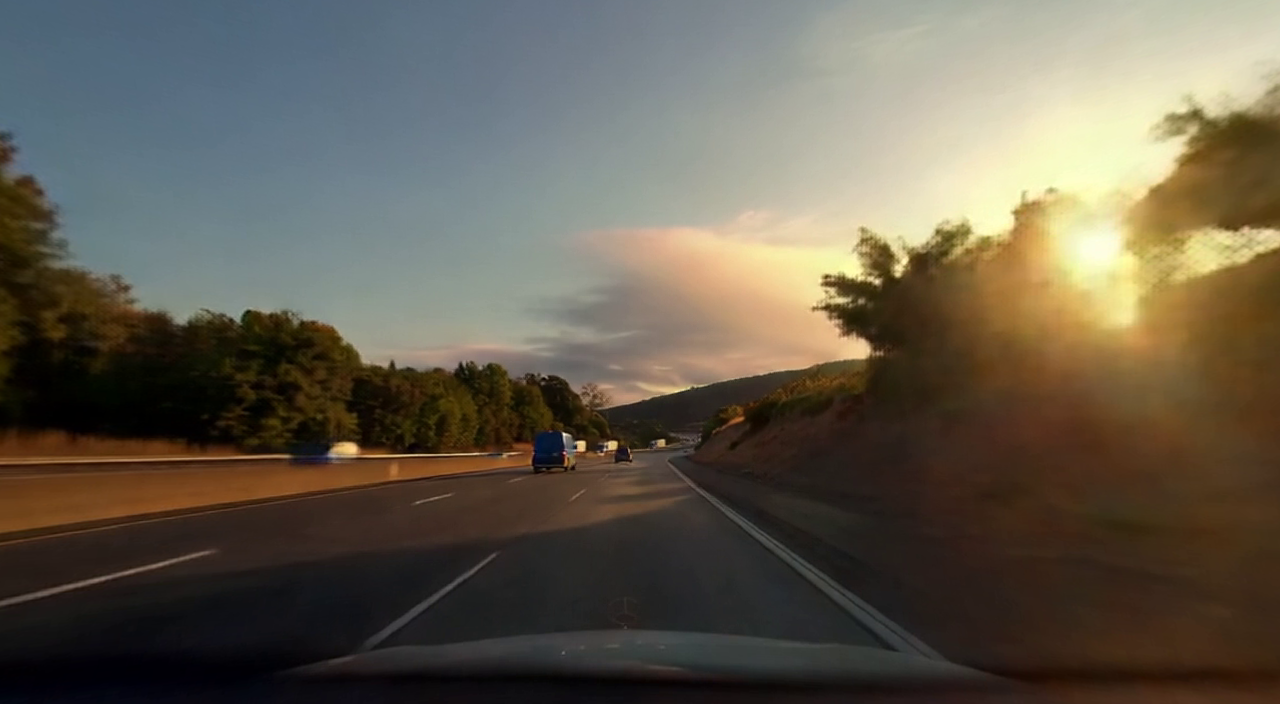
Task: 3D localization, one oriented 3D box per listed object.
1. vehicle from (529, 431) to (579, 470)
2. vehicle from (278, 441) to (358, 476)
[{"bbox_3d":[-5.829,6.800,43.489,2.449,2.471,6.130,0,-9,1],"label":"vehicle"},{"bbox_3d":[-18.452,6.146,36.454,2.079,1.855,4.725,0,-9,1],"label":"vehicle"}]
